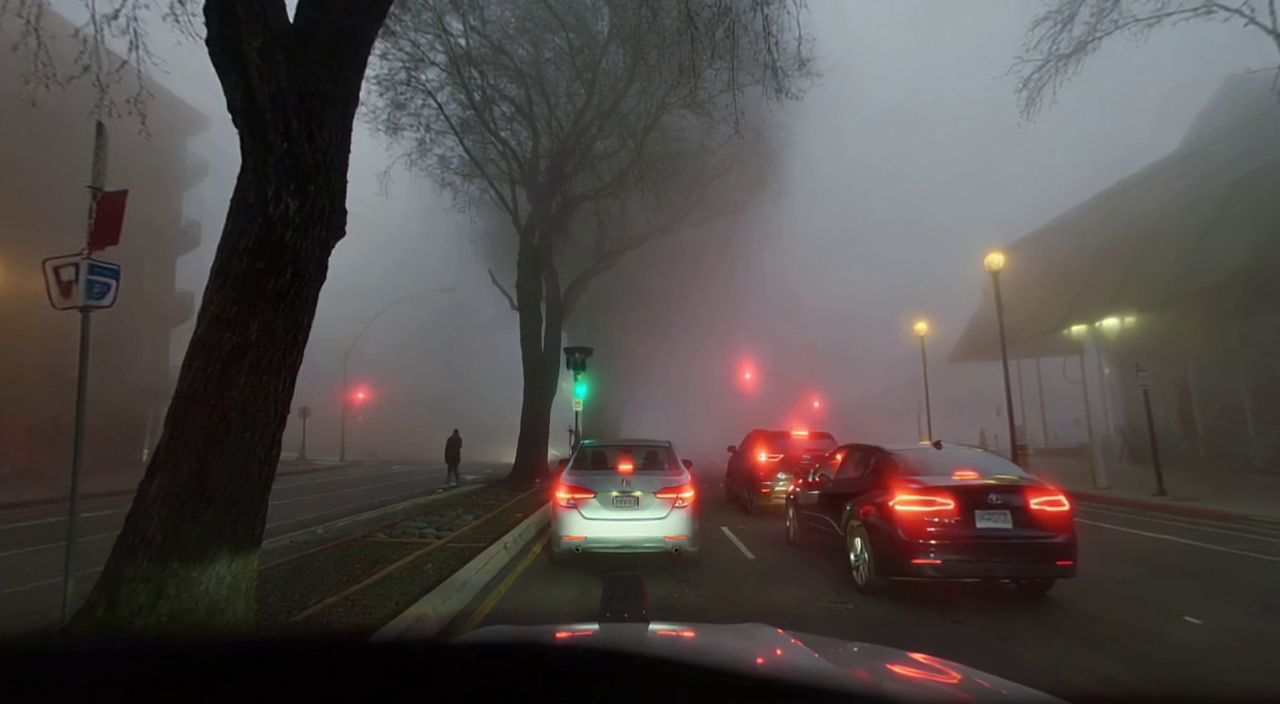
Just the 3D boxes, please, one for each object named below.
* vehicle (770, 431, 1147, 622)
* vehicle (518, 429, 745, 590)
[{"bbox_3d":[2.909,1.658,7.051,1.893,1.446,4.270,0,-8,-1],"label":"vehicle"},{"bbox_3d":[-0.101,1.760,7.944,2.087,1.456,4.143,0,-8,-1],"label":"vehicle"}]
